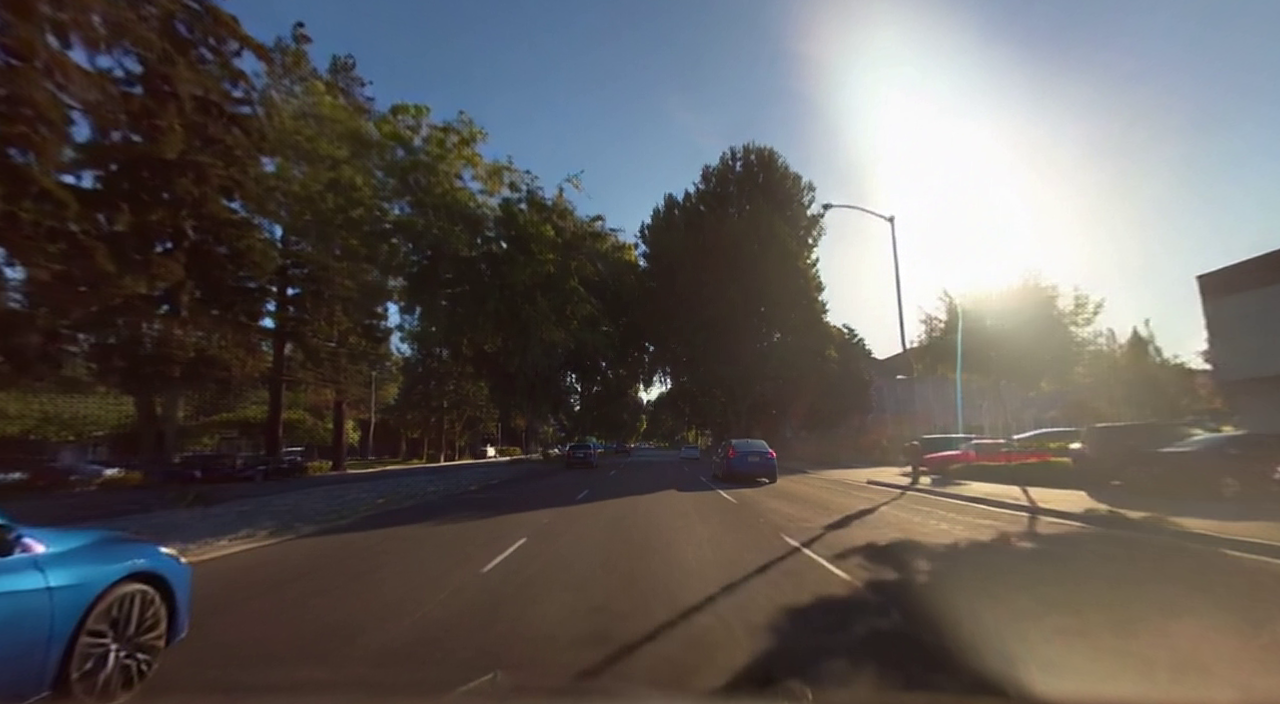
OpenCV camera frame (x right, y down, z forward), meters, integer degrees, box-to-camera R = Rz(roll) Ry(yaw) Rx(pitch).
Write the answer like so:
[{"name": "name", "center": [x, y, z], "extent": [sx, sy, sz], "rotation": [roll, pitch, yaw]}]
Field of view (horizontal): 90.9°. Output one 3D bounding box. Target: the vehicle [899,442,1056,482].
[{"name": "vehicle", "center": [12.621, 4.125, 23.798], "extent": [4.757, 1.327, 2.062], "rotation": [0, -7, -1]}]

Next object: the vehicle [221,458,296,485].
[{"name": "vehicle", "center": [-21.806, 6.811, 36.179], "extent": [1.838, 1.351, 3.904], "rotation": [-1, -8, 0]}]

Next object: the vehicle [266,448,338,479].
[{"name": "vehicle", "center": [-22.033, 7.266, 41.299], "extent": [2.203, 1.857, 4.581], "rotation": [0, -8, -1]}]

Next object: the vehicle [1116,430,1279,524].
[{"name": "vehicle", "center": [12.831, 2.437, 12.794], "extent": [4.647, 1.662, 2.134], "rotation": [-1, -7, -3]}]

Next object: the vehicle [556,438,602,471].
[{"name": "vehicle", "center": [-3.210, 5.505, 34.109], "extent": [2.113, 1.626, 4.129], "rotation": [0, -8, -1]}]

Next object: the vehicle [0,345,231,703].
[{"name": "vehicle", "center": [-3.605, 0.699, 1.518], "extent": [2.023, 1.720, 4.741], "rotation": [-1, -8, 0]}]

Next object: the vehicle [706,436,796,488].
[{"name": "vehicle", "center": [3.459, 3.527, 20.494], "extent": [2.083, 1.474, 4.360], "rotation": [0, -8, 0]}]
